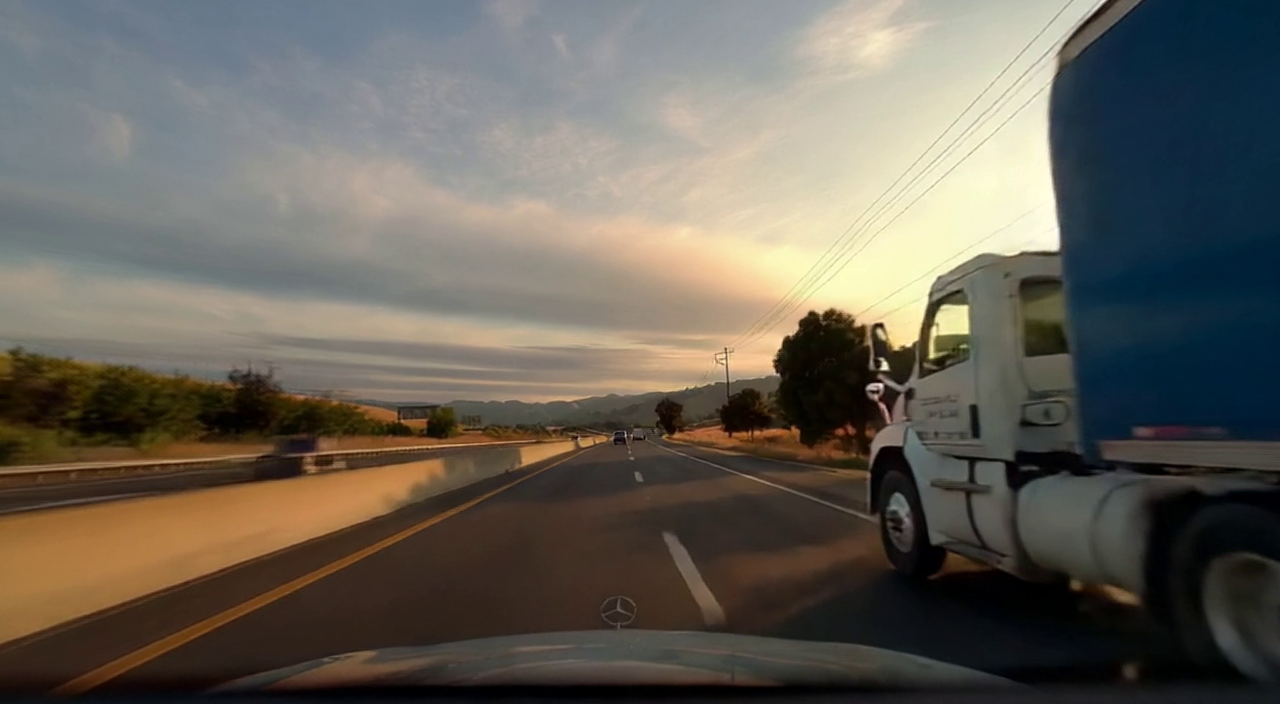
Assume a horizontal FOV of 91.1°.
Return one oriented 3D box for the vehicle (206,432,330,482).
[{"bbox_3d":[-12.165,3.426,20.915,1.806,1.471,3.963,0,-8,-2],"label":"vehicle"}]
